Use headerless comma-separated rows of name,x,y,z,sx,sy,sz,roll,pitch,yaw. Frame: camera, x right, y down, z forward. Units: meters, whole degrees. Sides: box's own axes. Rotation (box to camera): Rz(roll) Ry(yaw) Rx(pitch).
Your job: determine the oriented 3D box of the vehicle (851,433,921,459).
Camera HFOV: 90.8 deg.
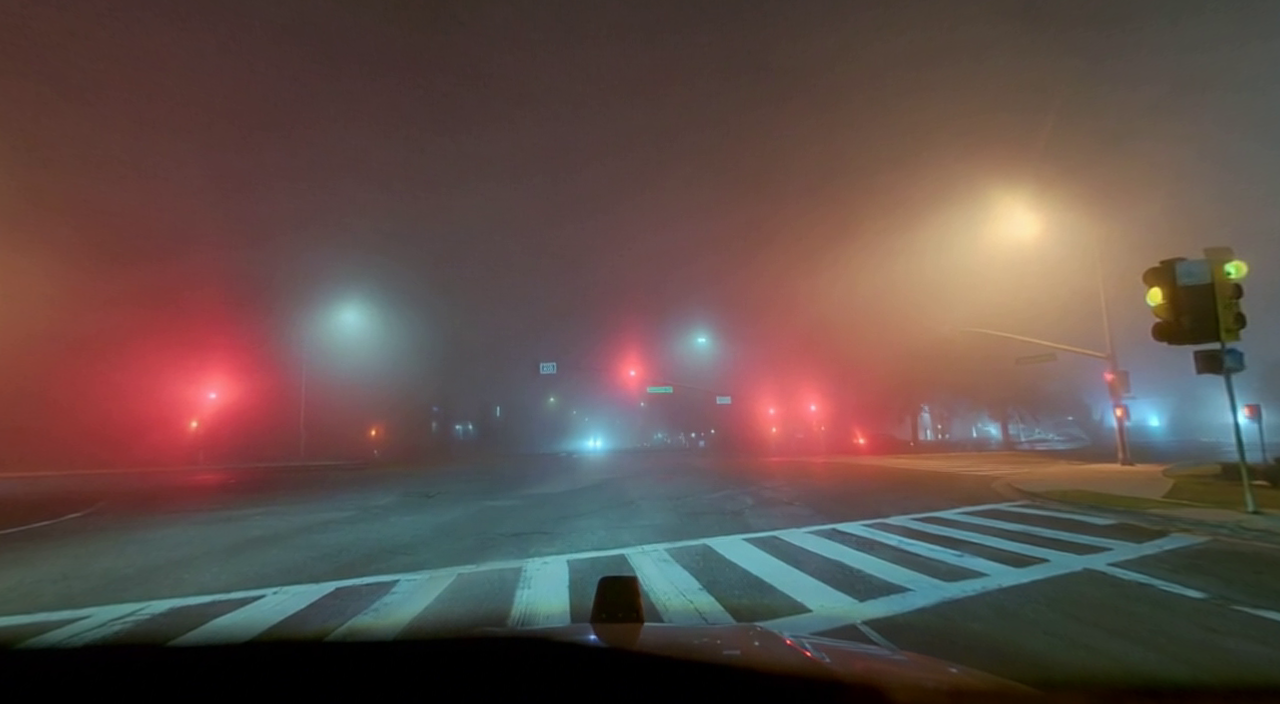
vehicle,17.637,6.748,45.320,4.600,1.783,1.970,4,-10,-26
